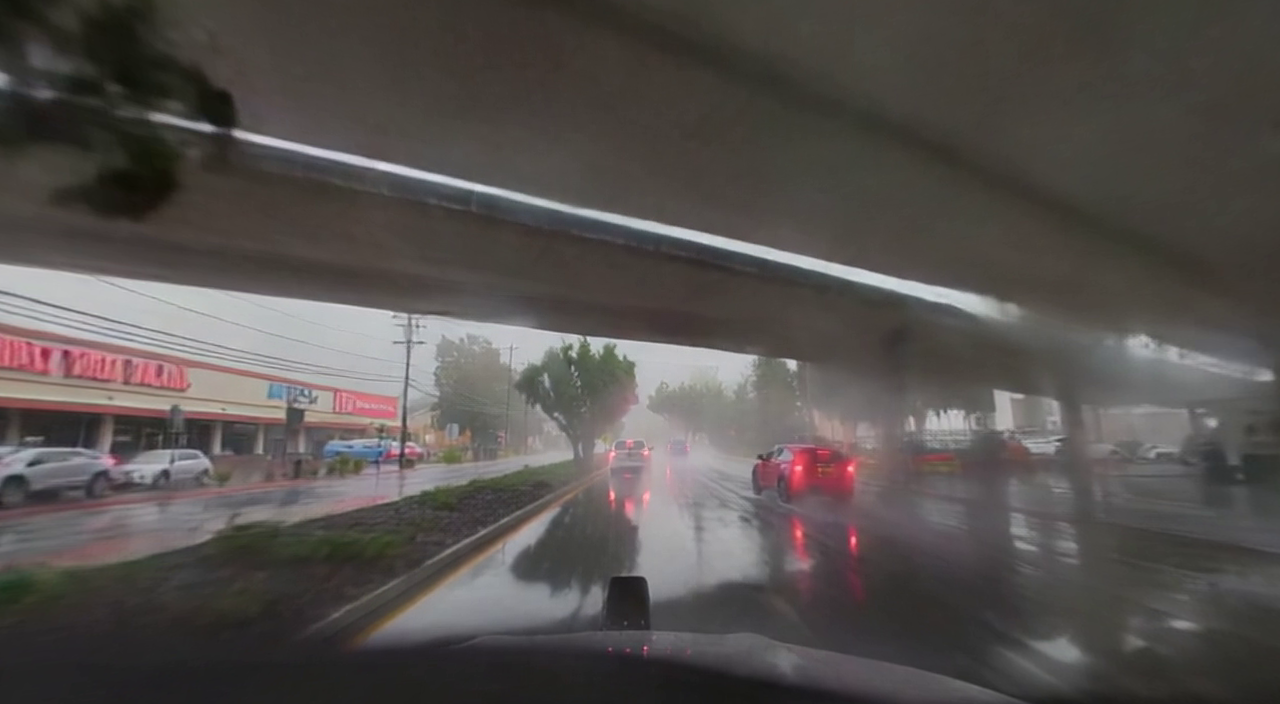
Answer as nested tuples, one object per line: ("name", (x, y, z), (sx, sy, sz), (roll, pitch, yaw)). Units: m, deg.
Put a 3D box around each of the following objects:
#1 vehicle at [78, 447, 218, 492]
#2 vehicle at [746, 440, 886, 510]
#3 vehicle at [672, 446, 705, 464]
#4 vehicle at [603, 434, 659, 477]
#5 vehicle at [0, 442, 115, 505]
("vehicle", (-19.439, 4.627, 25.213), (1.913, 1.612, 4.505), (0, -8, 0))
("vehicle", (4.209, 3.006, 15.980), (1.954, 1.479, 4.557), (1, -8, -4))
("vehicle", (3.718, 7.959, 48.868), (2.126, 1.375, 4.241), (0, -8, -1))
("vehicle", (-0.389, 4.817, 29.583), (2.441, 1.813, 4.581), (0, -8, 0))
("vehicle", (-19.758, 3.823, 20.214), (1.989, 1.820, 4.427), (0, -8, -1))
